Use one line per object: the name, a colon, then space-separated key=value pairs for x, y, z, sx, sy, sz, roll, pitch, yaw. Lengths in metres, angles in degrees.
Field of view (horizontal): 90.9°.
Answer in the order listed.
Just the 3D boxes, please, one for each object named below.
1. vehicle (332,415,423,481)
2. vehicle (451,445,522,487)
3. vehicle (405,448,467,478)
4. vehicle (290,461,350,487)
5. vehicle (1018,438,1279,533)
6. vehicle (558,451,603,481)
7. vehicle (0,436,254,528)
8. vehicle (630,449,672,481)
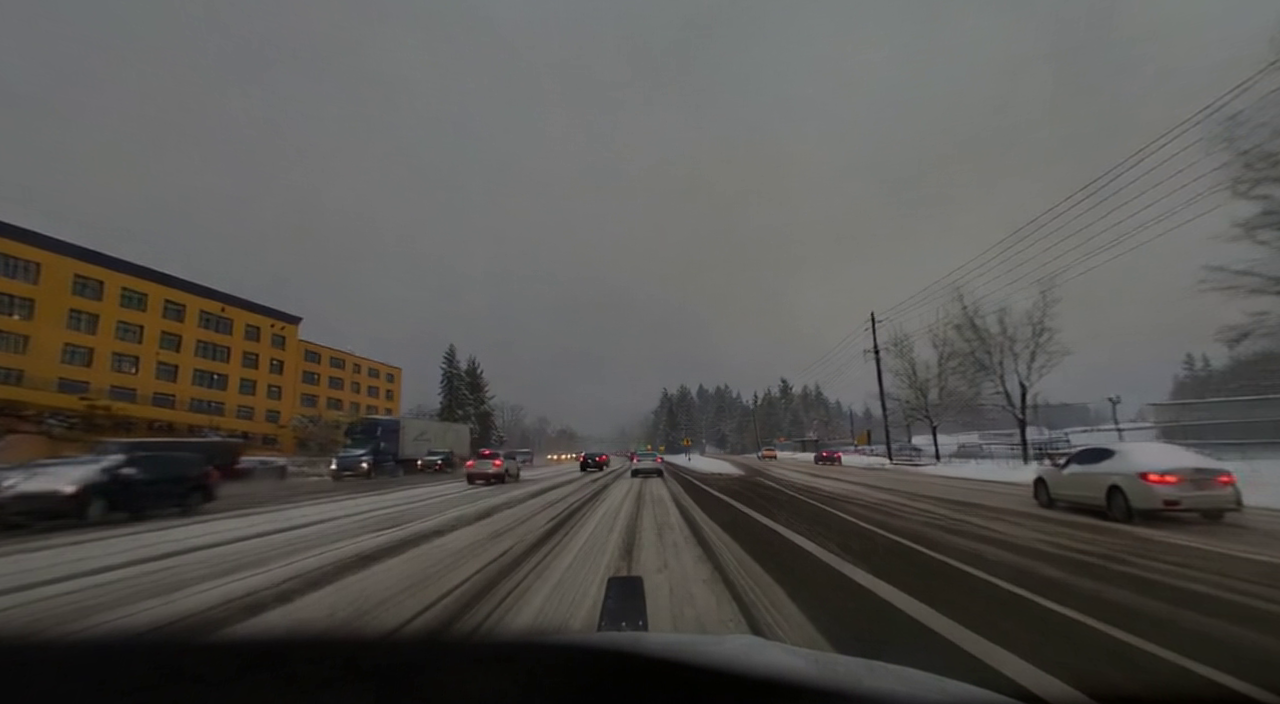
vehicle: x=-16.886 y=6.252 z=41.210 sx=2.969 sy=3.910 sz=6.683 roll=-1 pitch=-8 yaw=0
vehicle: x=-7.169 y=5.358 z=30.098 sx=2.106 sy=1.827 sz=4.814 roll=-1 pitch=-8 yaw=1
vehicle: x=-12.862 y=6.991 z=40.197 sx=2.249 sy=1.715 sz=5.424 roll=-1 pitch=-8 yaw=-1
vehicle: x=-20.427 y=7.779 z=40.408 sx=1.782 sy=1.449 sz=3.904 roll=-1 pitch=-9 yaw=0
vehicle: x=9.717 y=2.481 z=12.436 sx=1.966 sy=1.484 sz=4.610 roll=-1 pitch=-8 yaw=5
vehicle: x=-3.319 y=6.436 z=35.972 sx=2.059 sy=1.508 sz=4.662 roll=-1 pitch=-8 yaw=1
vehicle: x=-13.010 y=3.185 z=16.312 sx=2.283 sy=1.915 sz=5.774 roll=-1 pitch=-8 yaw=1
vehicle: x=0.576 y=6.091 z=34.249 sx=2.107 sy=1.538 sz=3.999 roll=-1 pitch=-8 yaw=0
